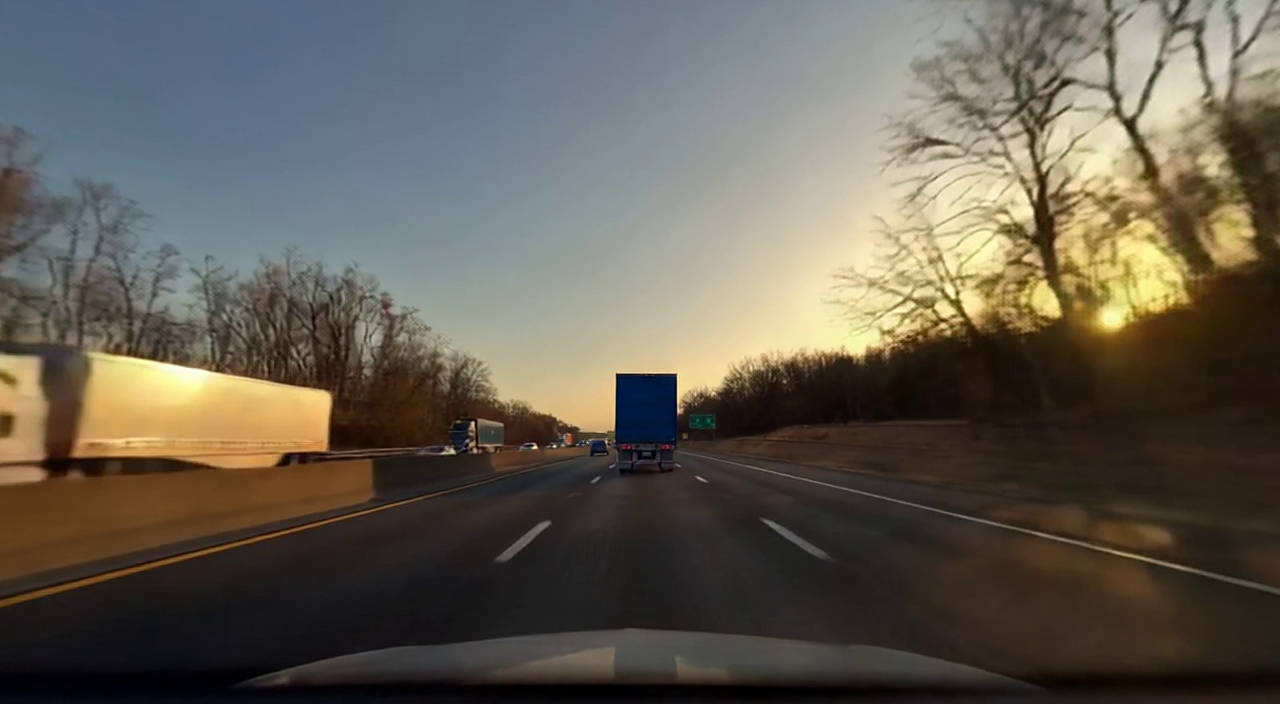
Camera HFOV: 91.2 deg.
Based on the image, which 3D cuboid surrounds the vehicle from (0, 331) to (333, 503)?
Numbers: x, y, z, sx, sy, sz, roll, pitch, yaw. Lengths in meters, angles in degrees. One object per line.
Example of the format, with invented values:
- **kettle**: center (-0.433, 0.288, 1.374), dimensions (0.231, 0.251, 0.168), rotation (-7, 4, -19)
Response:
- **vehicle**: center (-16.655, 2.662, 22.617), dimensions (2.959, 4.021, 16.514), rotation (0, -8, 0)

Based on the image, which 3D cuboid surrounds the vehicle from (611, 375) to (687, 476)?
- **vehicle**: center (0.378, 3.694, 30.377), dimensions (3.010, 4.039, 10.481), rotation (0, -8, 0)
